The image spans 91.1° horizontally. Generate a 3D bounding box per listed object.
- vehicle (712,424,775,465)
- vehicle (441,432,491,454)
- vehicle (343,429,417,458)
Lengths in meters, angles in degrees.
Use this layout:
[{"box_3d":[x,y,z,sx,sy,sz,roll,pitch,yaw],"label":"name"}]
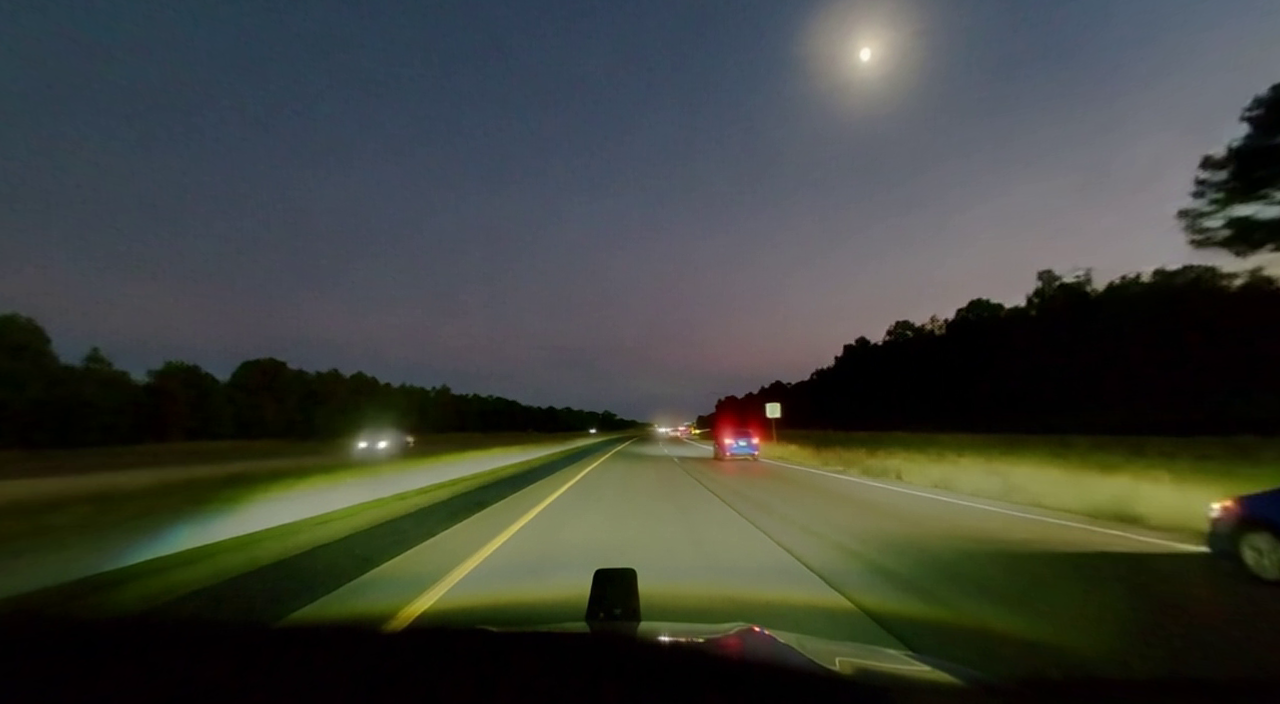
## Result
[{"box_3d":[4.057,3.697,25.232,1.765,1.510,3.762,0,-8,-2],"label":"vehicle"},{"box_3d":[-10.461,5.514,38.081,1.778,1.254,4.301,0,-8,1],"label":"vehicle"},{"box_3d":[-14.360,5.090,35.076,2.089,1.504,4.578,0,-8,1],"label":"vehicle"}]
